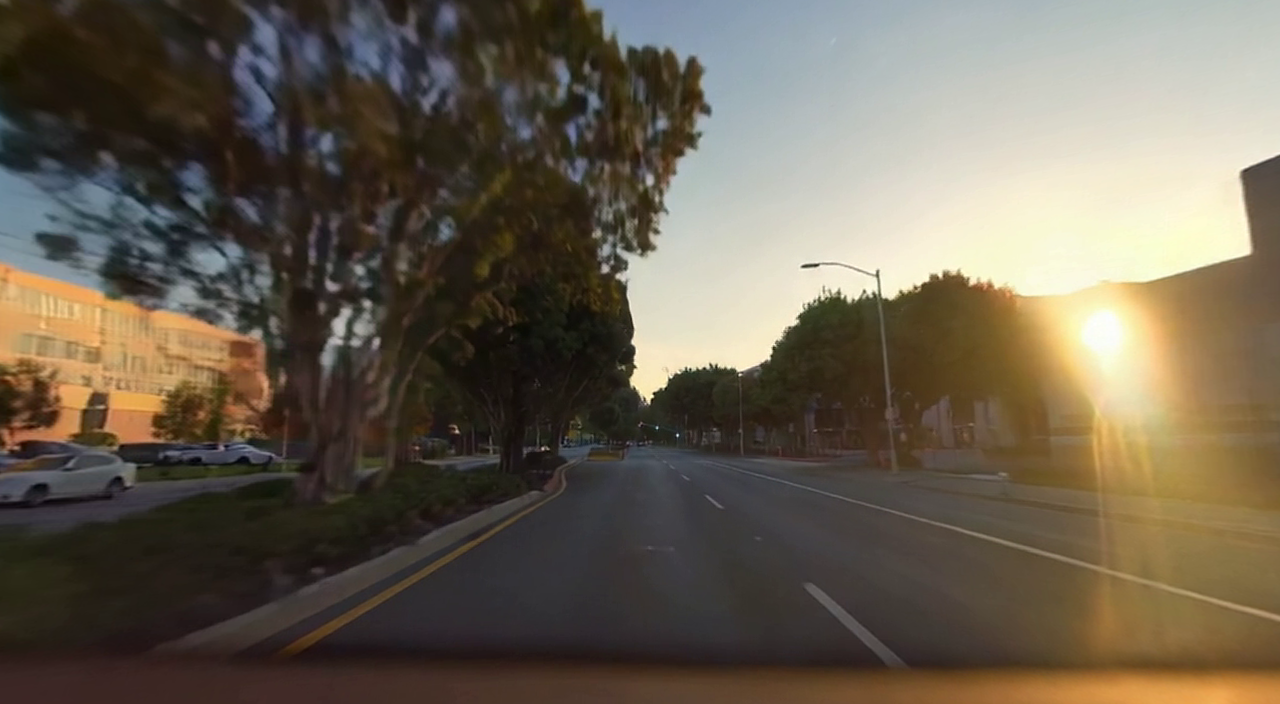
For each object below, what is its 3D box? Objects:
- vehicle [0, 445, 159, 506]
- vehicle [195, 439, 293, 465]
[{"bbox_3d":[-18.889,3.871,20.299,2.177,1.656,5.516,0,-8,1],"label":"vehicle"},{"bbox_3d":[-25.890,6.546,41.177,4.946,1.656,2.016,1,-8,-4],"label":"vehicle"}]
